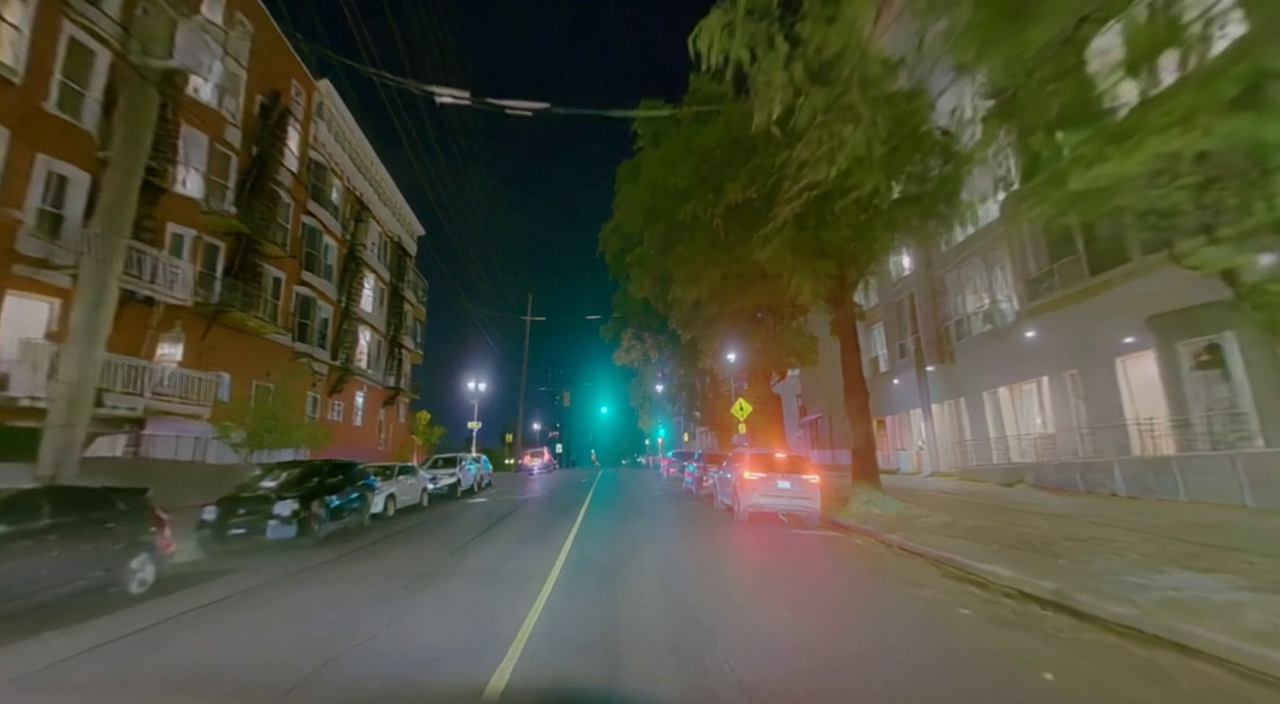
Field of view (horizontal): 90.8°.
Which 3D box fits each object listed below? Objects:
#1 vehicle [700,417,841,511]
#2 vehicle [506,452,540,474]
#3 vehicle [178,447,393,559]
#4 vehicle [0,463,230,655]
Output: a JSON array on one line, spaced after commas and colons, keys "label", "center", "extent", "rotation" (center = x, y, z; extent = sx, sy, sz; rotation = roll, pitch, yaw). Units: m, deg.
[{"label": "vehicle", "center": [2.835, 2.766, 14.909], "extent": [1.994, 1.857, 4.393], "rotation": [1, -14, -5]}, {"label": "vehicle", "center": [-8.417, 7.994, 45.639], "extent": [1.968, 1.450, 4.271], "rotation": [0, -8, -4]}, {"label": "vehicle", "center": [-6.385, 2.677, 12.055], "extent": [1.996, 1.695, 4.127], "rotation": [1, -8, -6]}, {"label": "vehicle", "center": [-6.125, 1.833, 5.835], "extent": [1.967, 1.483, 4.347], "rotation": [1, -13, -4]}]
